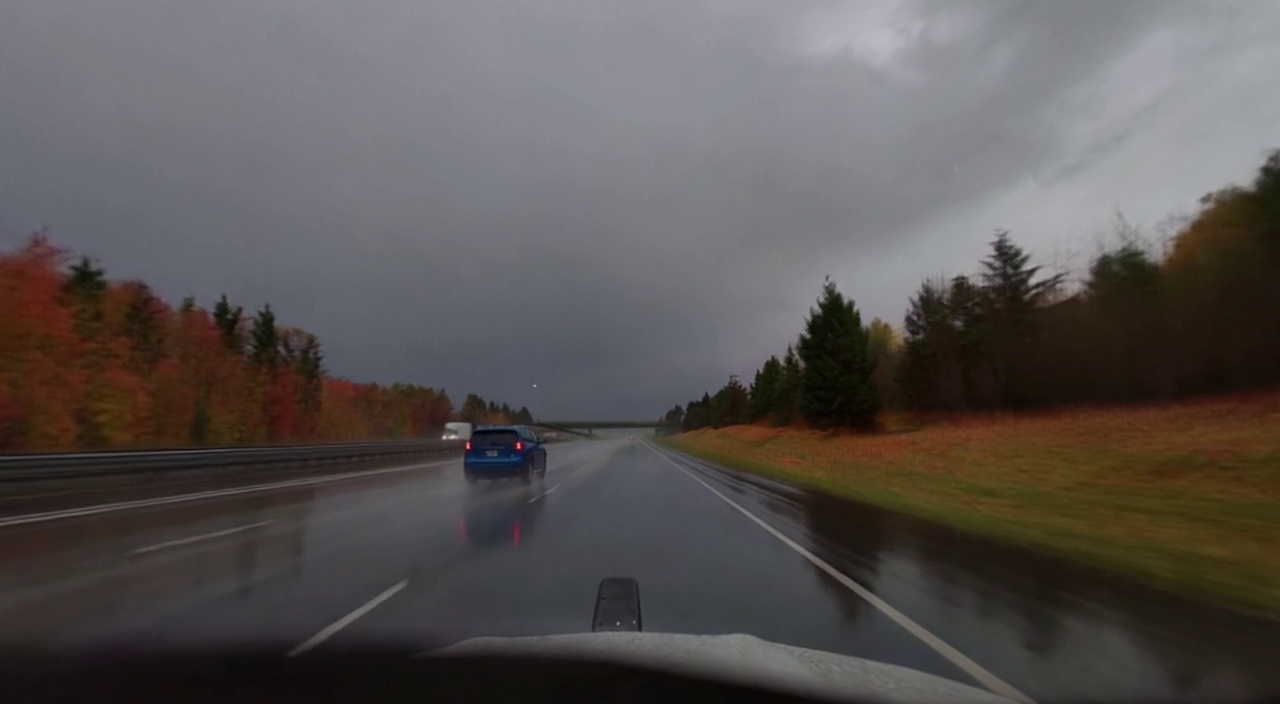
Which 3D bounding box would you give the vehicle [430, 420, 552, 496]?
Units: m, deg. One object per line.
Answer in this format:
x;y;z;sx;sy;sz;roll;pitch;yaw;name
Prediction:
-3.630;2.653;16.266;2.057;1.666;4.552;0;-8;0;vehicle
